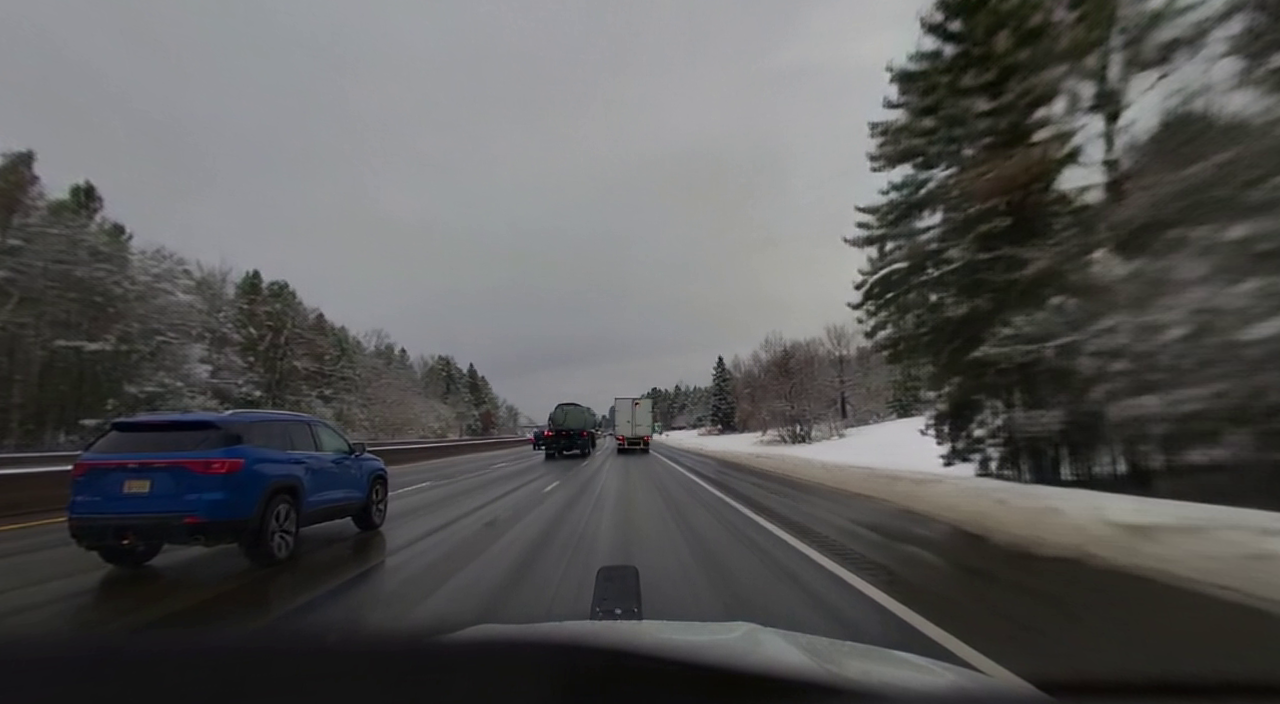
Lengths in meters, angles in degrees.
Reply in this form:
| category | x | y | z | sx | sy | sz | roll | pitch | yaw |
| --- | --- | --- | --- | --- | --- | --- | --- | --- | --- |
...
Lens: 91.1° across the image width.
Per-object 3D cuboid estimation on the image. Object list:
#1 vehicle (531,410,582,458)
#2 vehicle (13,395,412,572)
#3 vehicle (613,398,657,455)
| category | x | y | z | sx | sy | sz | roll | pitch | yaw |
| --- | --- | --- | --- | --- | --- | --- | --- | --- | --- |
| vehicle | -5.006 | 5.025 | 38.445 | 2.383 | 2.726 | 5.677 | 0 | -8 | -1 |
| vehicle | -4.887 | 1.549 | 8.275 | 2.089 | 1.669 | 4.515 | 0 | -8 | -1 |
| vehicle | -0.506 | 5.781 | 48.459 | 3.078 | 3.955 | 8.774 | 0 | -8 | -2 |
